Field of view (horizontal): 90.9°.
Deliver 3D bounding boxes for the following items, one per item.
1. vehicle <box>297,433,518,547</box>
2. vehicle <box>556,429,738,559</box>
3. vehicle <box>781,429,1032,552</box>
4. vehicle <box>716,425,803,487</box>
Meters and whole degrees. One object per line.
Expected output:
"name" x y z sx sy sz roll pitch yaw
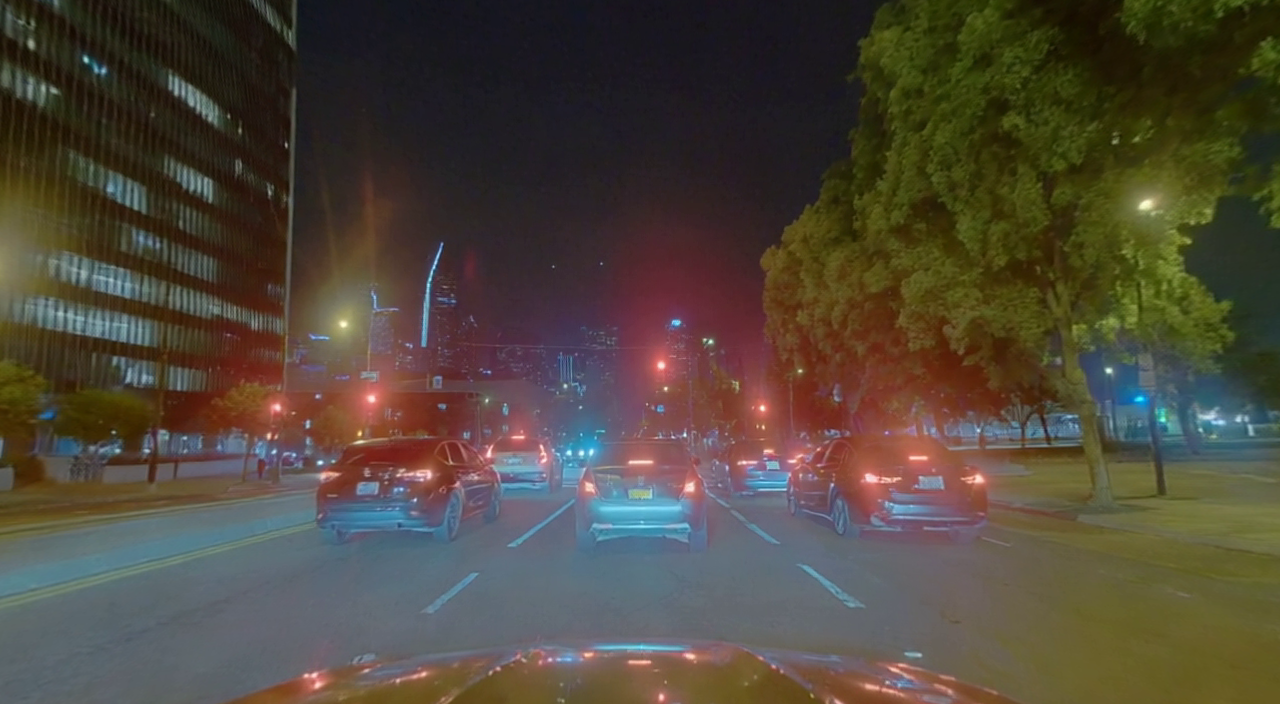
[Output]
"vehicle" -3.449 2.112 10.354 2.002 1.465 4.098 0 -8 1
"vehicle" 0.052 1.930 9.291 2.101 1.480 3.929 0 -8 -1
"vehicle" 3.785 2.032 10.035 1.990 1.486 4.431 0 -8 -1
"vehicle" 4.178 3.753 23.085 2.142 1.957 5.443 0 -8 0
